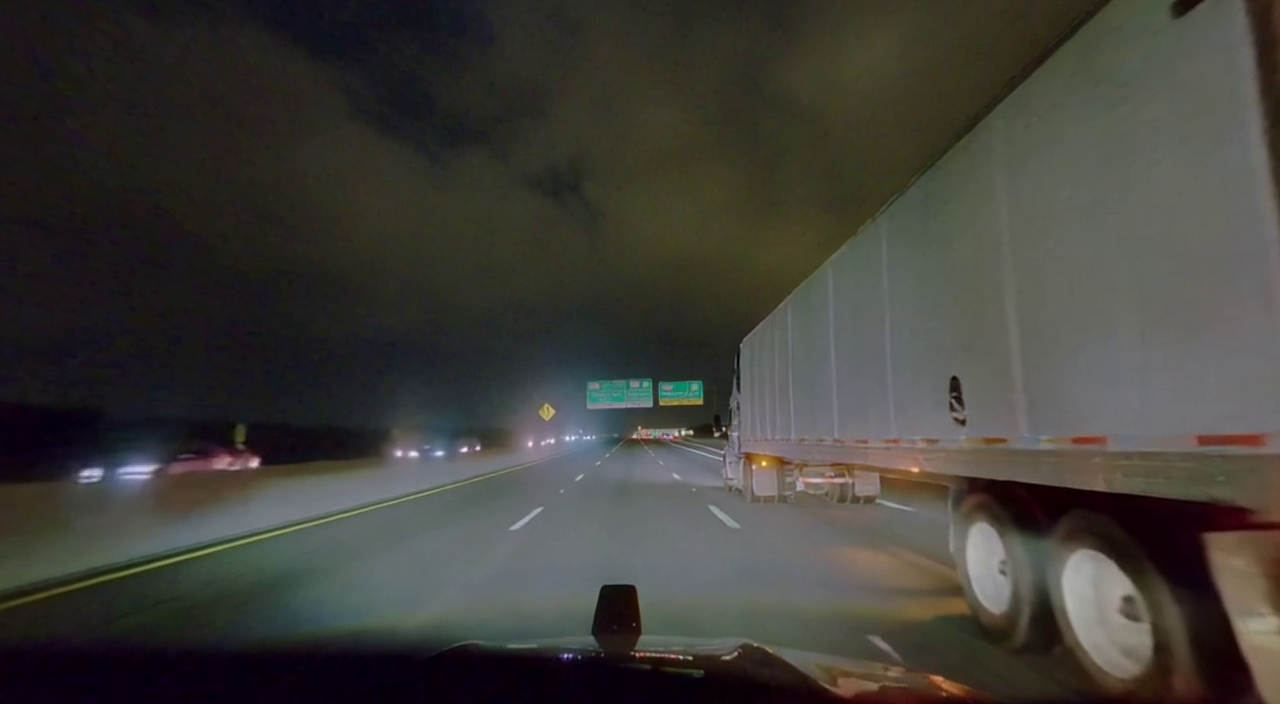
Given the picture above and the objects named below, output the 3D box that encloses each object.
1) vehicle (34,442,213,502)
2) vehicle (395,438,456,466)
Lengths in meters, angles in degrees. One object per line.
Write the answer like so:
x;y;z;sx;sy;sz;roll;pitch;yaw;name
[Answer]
-15.168;3.487;18.813;1.900;1.538;4.026;0;-8;0;vehicle
-12.281;5.714;36.292;1.961;1.509;4.492;0;-8;0;vehicle
